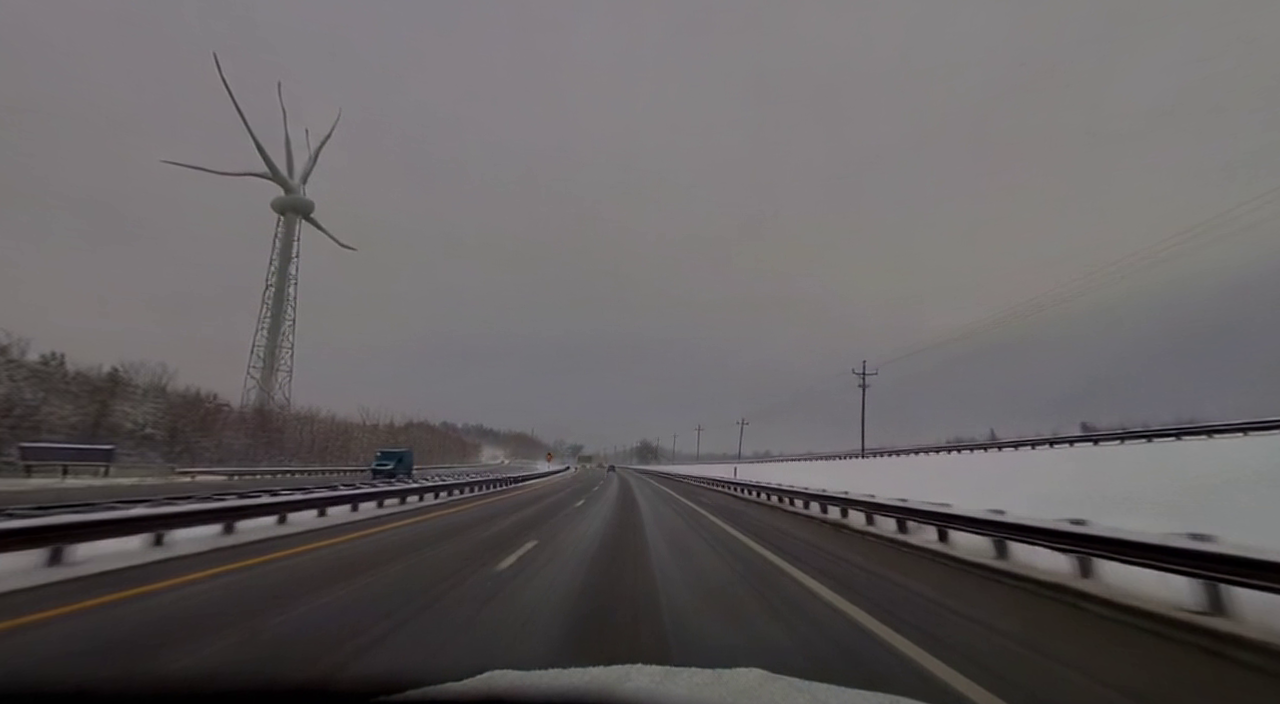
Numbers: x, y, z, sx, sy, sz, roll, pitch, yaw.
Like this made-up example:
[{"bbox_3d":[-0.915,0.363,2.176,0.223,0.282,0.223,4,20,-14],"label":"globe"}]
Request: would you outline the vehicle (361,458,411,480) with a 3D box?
[{"bbox_3d":[-18.334,8.496,45.737,1.924,1.441,4.208,1,-10,-1],"label":"vehicle"}]
